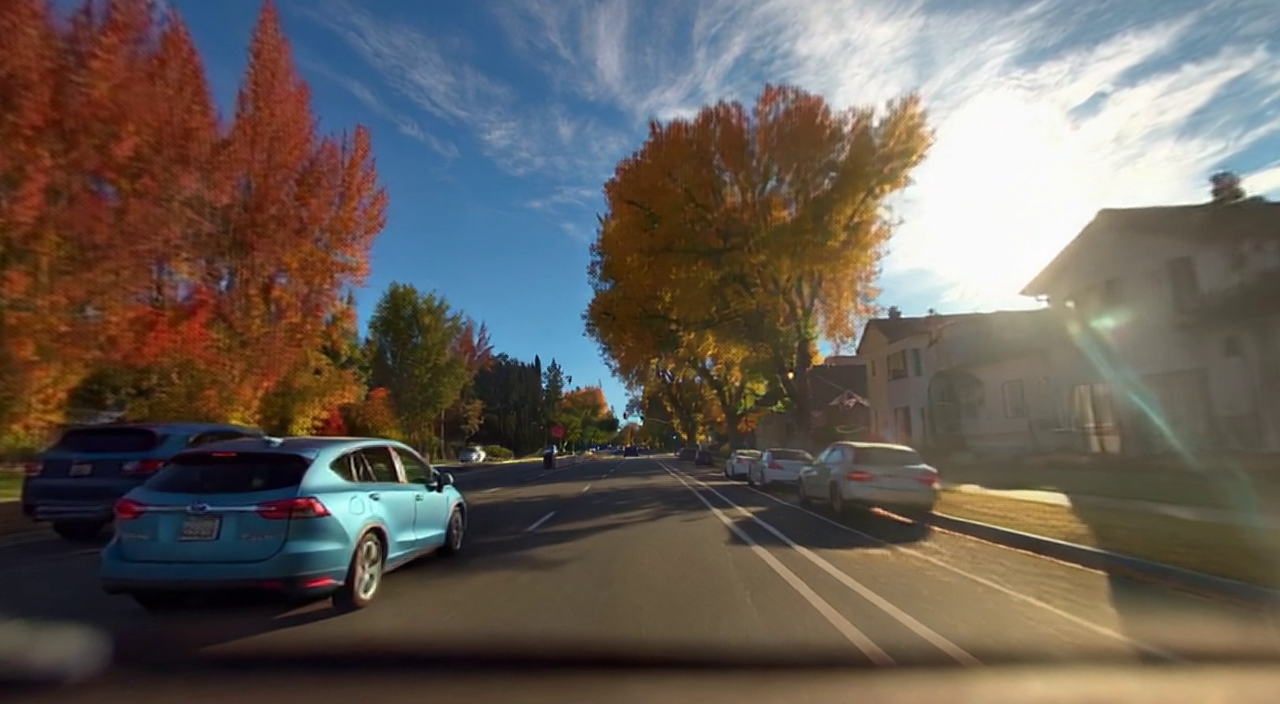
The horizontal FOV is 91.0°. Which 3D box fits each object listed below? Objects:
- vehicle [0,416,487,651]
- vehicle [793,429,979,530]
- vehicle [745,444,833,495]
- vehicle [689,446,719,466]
[{"bbox_3d":[-3.135,1.503,6.339,1.982,1.478,4.465,0,-9,1],"label":"vehicle"},{"bbox_3d":[4.744,2.517,13.001,2.014,1.700,4.369,0,-9,-1],"label":"vehicle"},{"bbox_3d":[4.867,3.898,21.282,1.889,1.491,4.614,0,-9,0],"label":"vehicle"},{"bbox_3d":[4.900,7.997,48.569,1.955,1.499,4.536,0,-9,2],"label":"vehicle"}]
